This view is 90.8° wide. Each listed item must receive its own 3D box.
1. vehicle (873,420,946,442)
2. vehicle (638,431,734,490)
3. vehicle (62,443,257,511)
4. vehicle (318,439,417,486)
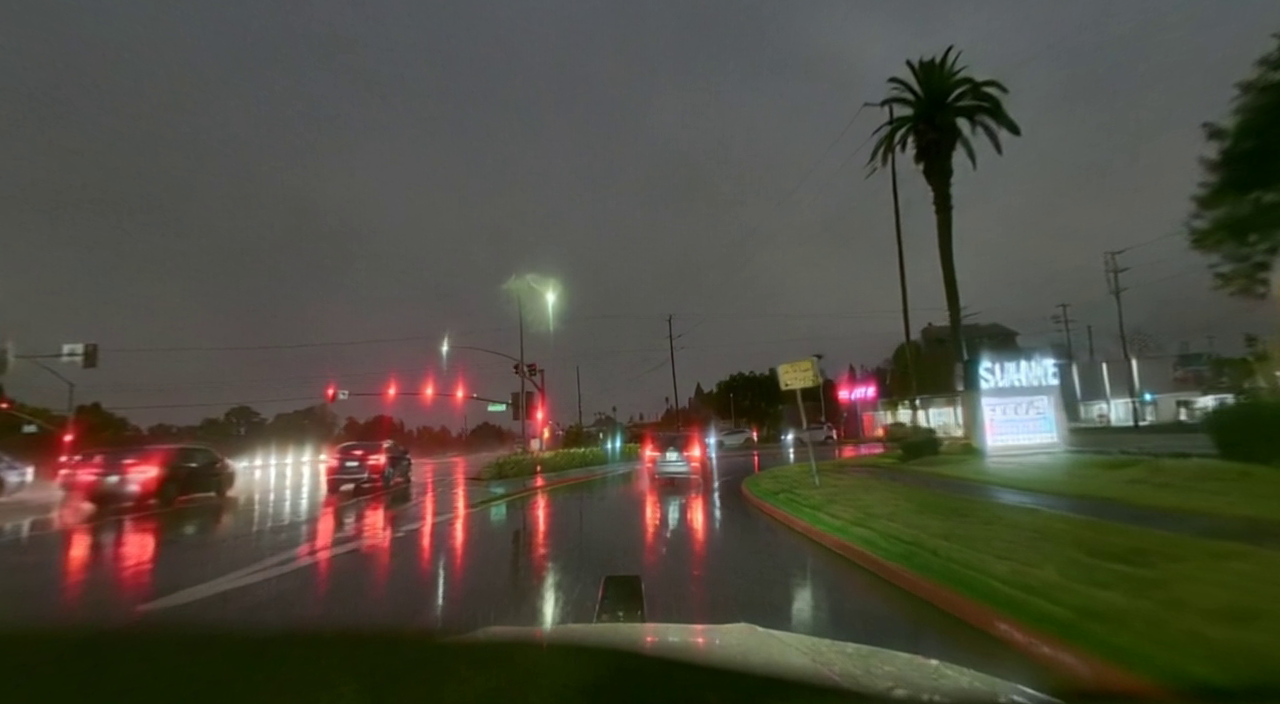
[{"bbox_3d":[19.918,5.838,46.702,4.458,1.589,2.044,1,-8,-8],"label":"vehicle"},{"bbox_3d":[1.497,3.119,18.512,2.070,1.493,4.570,-2,-9,13],"label":"vehicle"},{"bbox_3d":[-12.031,3.114,16.294,1.905,1.482,4.463,1,-9,-7],"label":"vehicle"},{"bbox_3d":[-9.603,3.895,22.687,1.912,1.487,4.471,1,-9,-6],"label":"vehicle"}]
